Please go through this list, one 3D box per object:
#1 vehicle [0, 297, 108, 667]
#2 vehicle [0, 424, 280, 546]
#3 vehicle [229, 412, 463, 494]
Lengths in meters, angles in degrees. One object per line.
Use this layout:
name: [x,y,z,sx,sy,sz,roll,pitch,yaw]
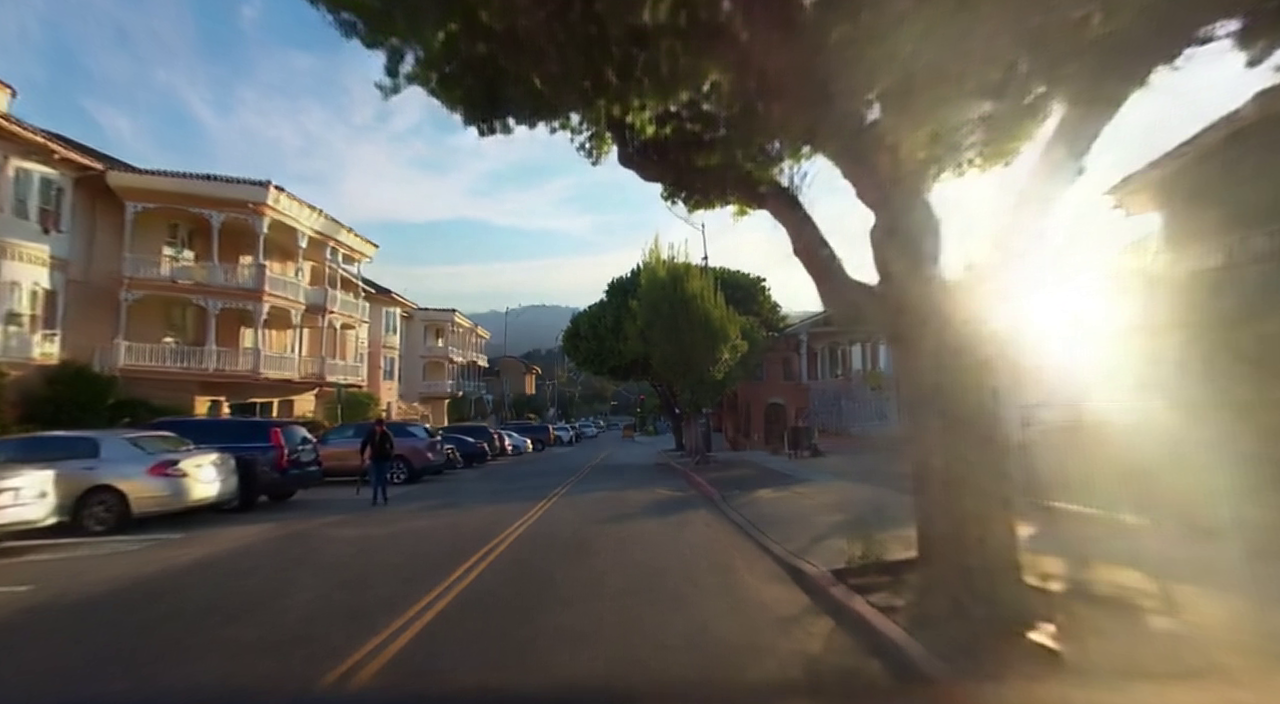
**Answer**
vehicle: [-7.045,0.788,3.599,5.592,2.439,2.515,0,-8,-1]
vehicle: [-7.703,1.850,9.084,3.908,1.544,1.789,0,-8,-1]
vehicle: [-7.503,2.631,16.571,4.981,1.975,2.296,-1,-8,3]
